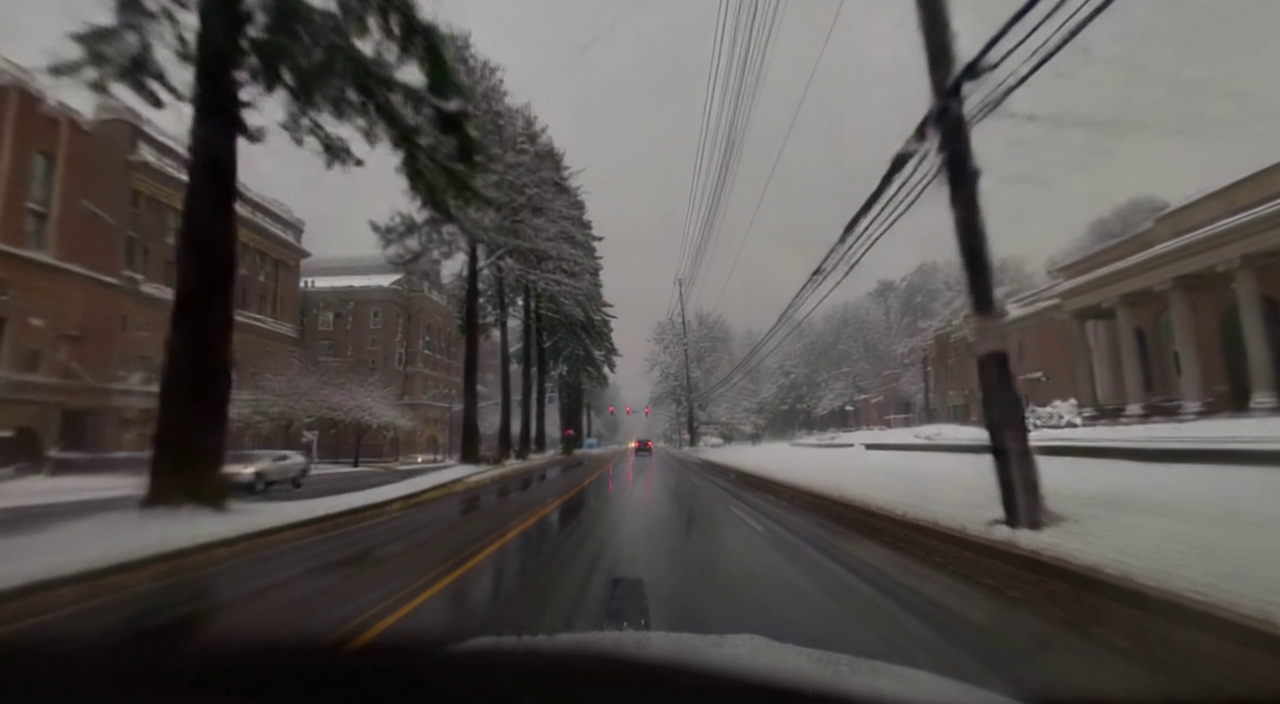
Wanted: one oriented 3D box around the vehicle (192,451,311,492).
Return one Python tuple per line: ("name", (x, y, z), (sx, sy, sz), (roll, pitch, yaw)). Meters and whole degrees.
("vehicle", (-16.117, 4.947, 26.521), (1.872, 1.490, 4.810), (0, -9, 1))
